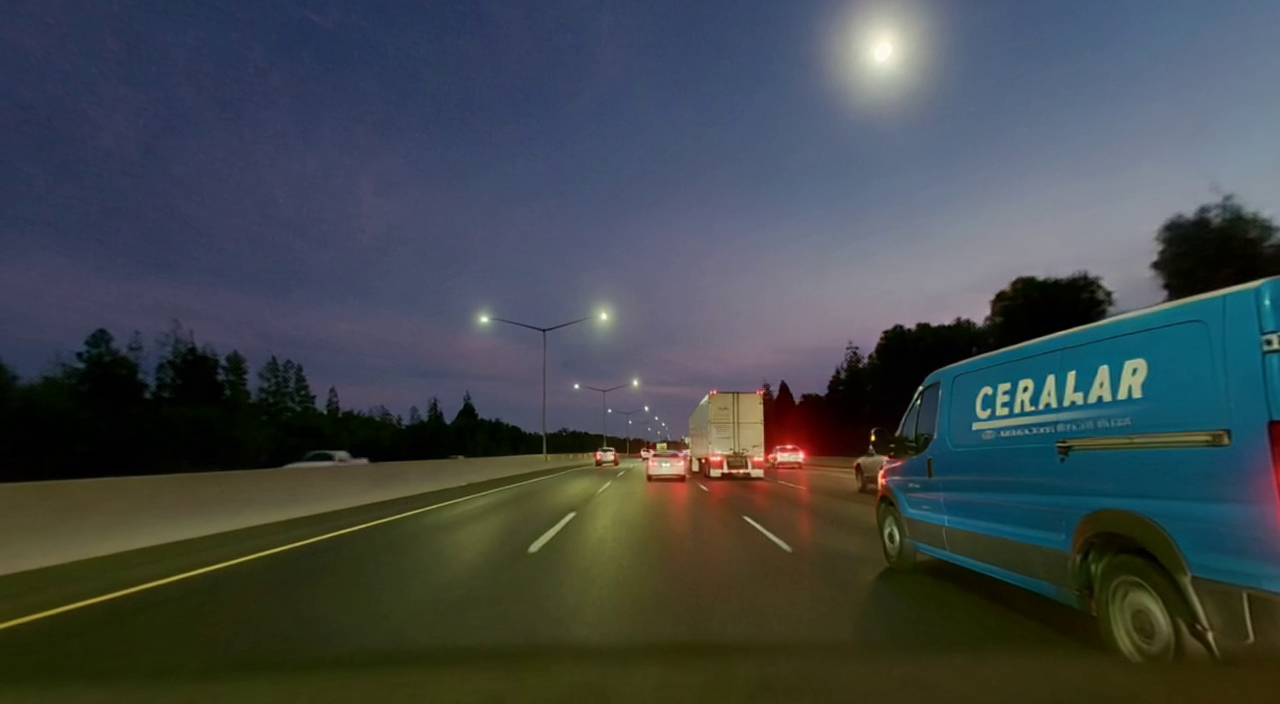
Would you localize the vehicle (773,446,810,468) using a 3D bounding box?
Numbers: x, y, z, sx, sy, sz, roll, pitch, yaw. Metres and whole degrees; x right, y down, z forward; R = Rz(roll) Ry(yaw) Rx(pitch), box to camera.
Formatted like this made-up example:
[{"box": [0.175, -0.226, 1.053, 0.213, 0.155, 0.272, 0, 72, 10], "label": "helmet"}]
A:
[{"box": [11.329, 7.850, 47.394, 1.870, 1.525, 3.680, 0, -9, 0], "label": "vehicle"}]

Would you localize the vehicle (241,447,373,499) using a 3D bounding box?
[{"box": [-12.001, 4.369, 23.215, 2.115, 1.685, 4.831, 0, -9, 1], "label": "vehicle"}]

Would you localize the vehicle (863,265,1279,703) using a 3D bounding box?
[{"box": [3.709, 0.924, 4.058, 2.441, 2.017, 5.739, 0, -9, 0], "label": "vehicle"}]

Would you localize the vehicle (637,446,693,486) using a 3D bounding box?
[{"box": [0.936, 4.567, 25.645, 2.063, 1.469, 4.208, 0, -9, 0], "label": "vehicle"}]

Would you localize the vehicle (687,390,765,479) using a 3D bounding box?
[{"box": [4.469, 4.776, 35.598, 2.821, 4.077, 12.562, 0, -9, 1], "label": "vehicle"}]
